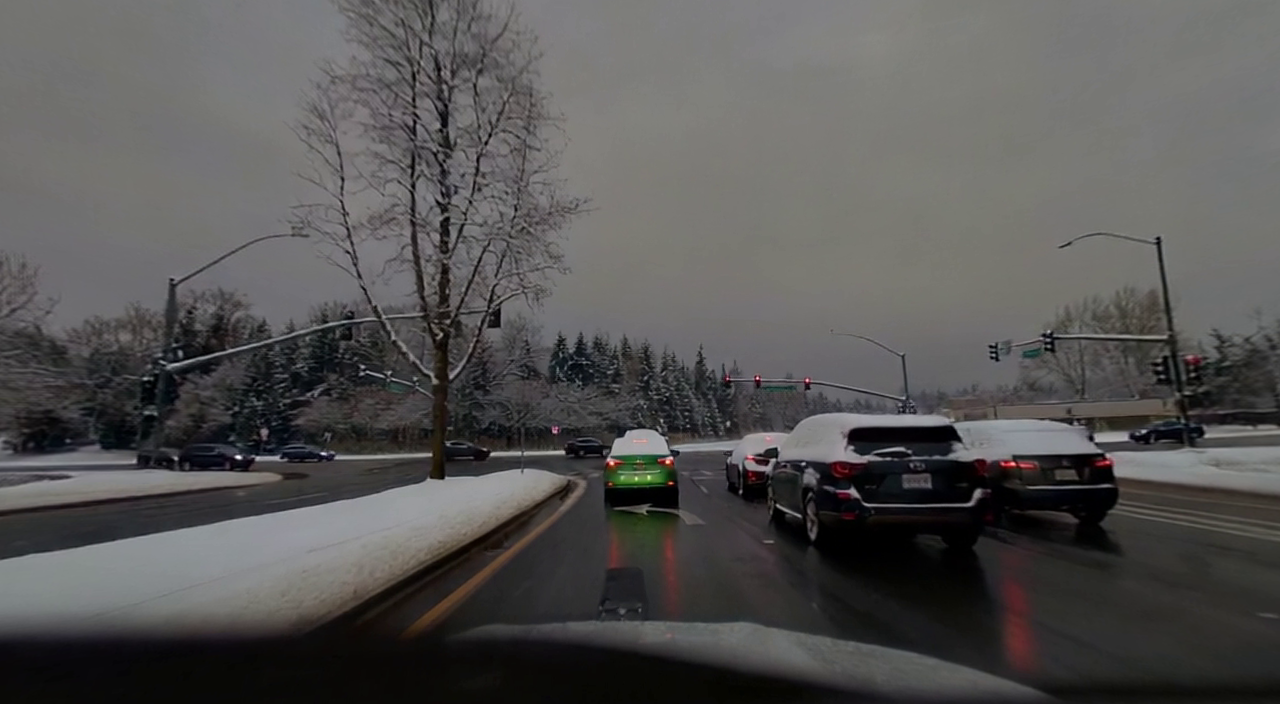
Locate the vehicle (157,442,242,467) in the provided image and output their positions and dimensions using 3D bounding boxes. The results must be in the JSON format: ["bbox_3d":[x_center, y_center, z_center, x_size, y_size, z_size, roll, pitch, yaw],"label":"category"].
[{"bbox_3d":[-29.954,6.942,43.003,4.517,1.637,1.935,-1,-9,8],"label":"vehicle"}]

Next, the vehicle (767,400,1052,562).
[{"bbox_3d":[3.478,1.796,9.523,2.111,1.780,4.990,0,-9,1],"label":"vehicle"}]

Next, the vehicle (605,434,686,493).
[{"bbox_3d":[0.187,3.107,17.960,2.026,1.458,4.175,0,-9,1],"label":"vehicle"}]

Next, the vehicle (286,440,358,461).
[{"bbox_3d":[-24.444,7.588,48.602,4.670,1.542,1.861,-1,-9,8],"label":"vehicle"}]

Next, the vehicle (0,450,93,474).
[{"bbox_3d":[-38.530,7.126,40.973,4.630,1.441,1.923,-1,-9,9],"label":"vehicle"}]

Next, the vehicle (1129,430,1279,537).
[{"bbox_3d":[10.332,2.016,9.830,1.919,1.549,4.452,0,-9,1],"label":"vehicle"}]

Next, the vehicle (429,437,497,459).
[{"bbox_3d":[-12.457,6.798,44.627,4.076,1.498,2.175,0,-9,1],"label":"vehicle"}]
